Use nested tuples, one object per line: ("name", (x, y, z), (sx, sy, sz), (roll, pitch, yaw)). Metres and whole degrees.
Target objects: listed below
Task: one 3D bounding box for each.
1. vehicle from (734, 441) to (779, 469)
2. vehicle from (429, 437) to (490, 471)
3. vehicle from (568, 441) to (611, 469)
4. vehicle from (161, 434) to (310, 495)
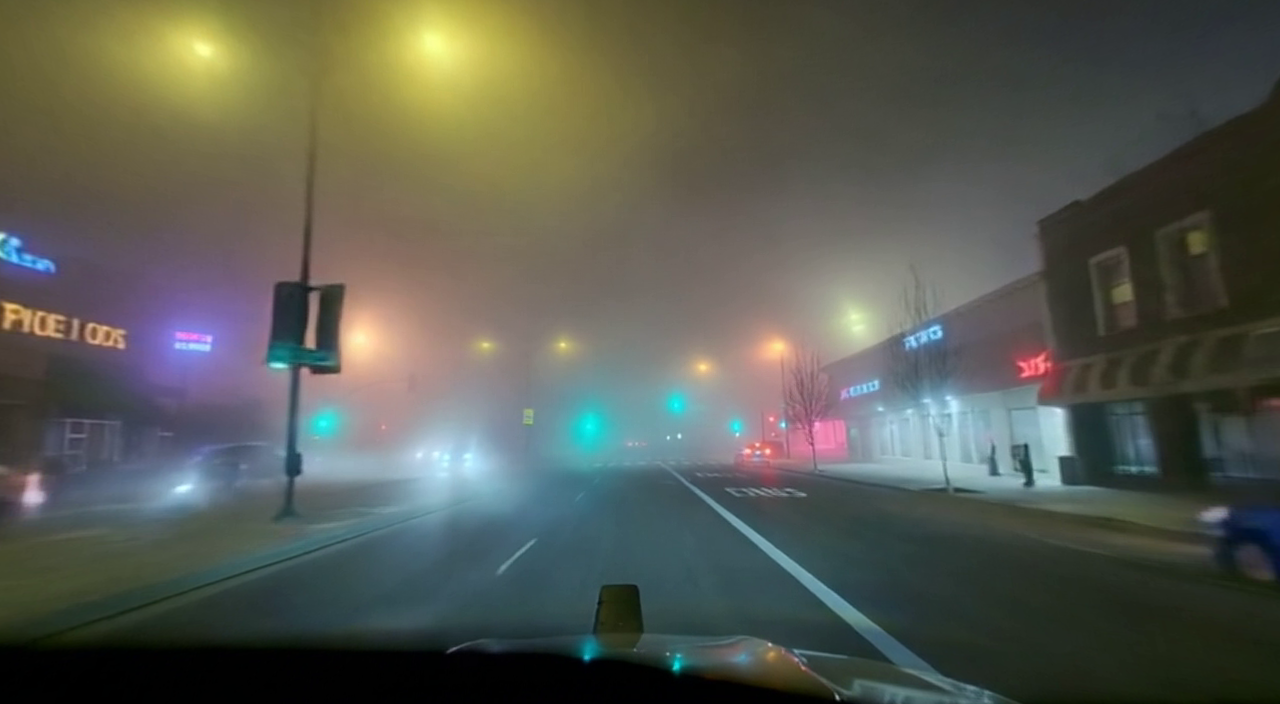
("vehicle", (7.282, 6.464, 39.673), (1.950, 1.686, 4.509), (0, -9, 0))
("vehicle", (-10.350, 5.893, 36.410), (2.155, 1.830, 4.564), (0, -9, 0))
("vehicle", (-2.822, 5.918, 36.311), (2.078, 1.471, 4.217), (0, -9, 0))
("vehicle", (-13.532, 3.763, 21.523), (1.922, 1.825, 4.777), (0, -9, 0))
